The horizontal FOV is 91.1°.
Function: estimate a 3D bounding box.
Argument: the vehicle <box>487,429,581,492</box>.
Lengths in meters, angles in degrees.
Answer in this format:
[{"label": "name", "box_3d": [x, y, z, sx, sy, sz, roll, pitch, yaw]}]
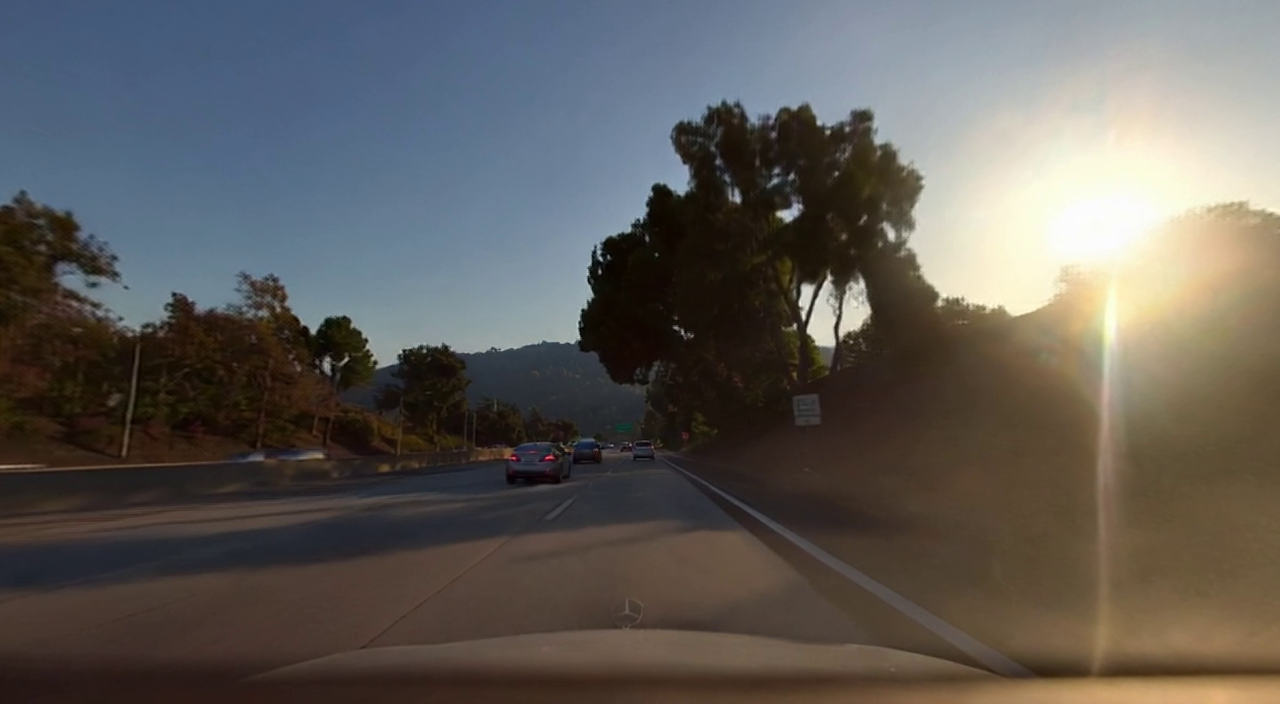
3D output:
[{"label": "vehicle", "box_3d": [-3.099, 3.280, 19.306, 2.056, 1.679, 4.204, 0, -8, 1]}]

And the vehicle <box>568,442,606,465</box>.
[{"label": "vehicle", "box_3d": [-3.428, 6.668, 41.479, 2.055, 1.431, 3.921, 0, -8, 1]}]

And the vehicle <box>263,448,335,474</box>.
[{"label": "vehicle", "box_3d": [-20.988, 6.708, 38.859, 1.797, 1.472, 4.619, 0, -8, 1]}]

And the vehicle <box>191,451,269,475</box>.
[{"label": "vehicle", "box_3d": [-27.604, 7.452, 42.500, 1.872, 1.481, 4.867, 0, -8, 2]}]

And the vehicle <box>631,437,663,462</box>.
[{"label": "vehicle", "box_3d": [0.499, 7.201, 46.477, 2.285, 1.797, 4.478, 0, -8, 0]}]
